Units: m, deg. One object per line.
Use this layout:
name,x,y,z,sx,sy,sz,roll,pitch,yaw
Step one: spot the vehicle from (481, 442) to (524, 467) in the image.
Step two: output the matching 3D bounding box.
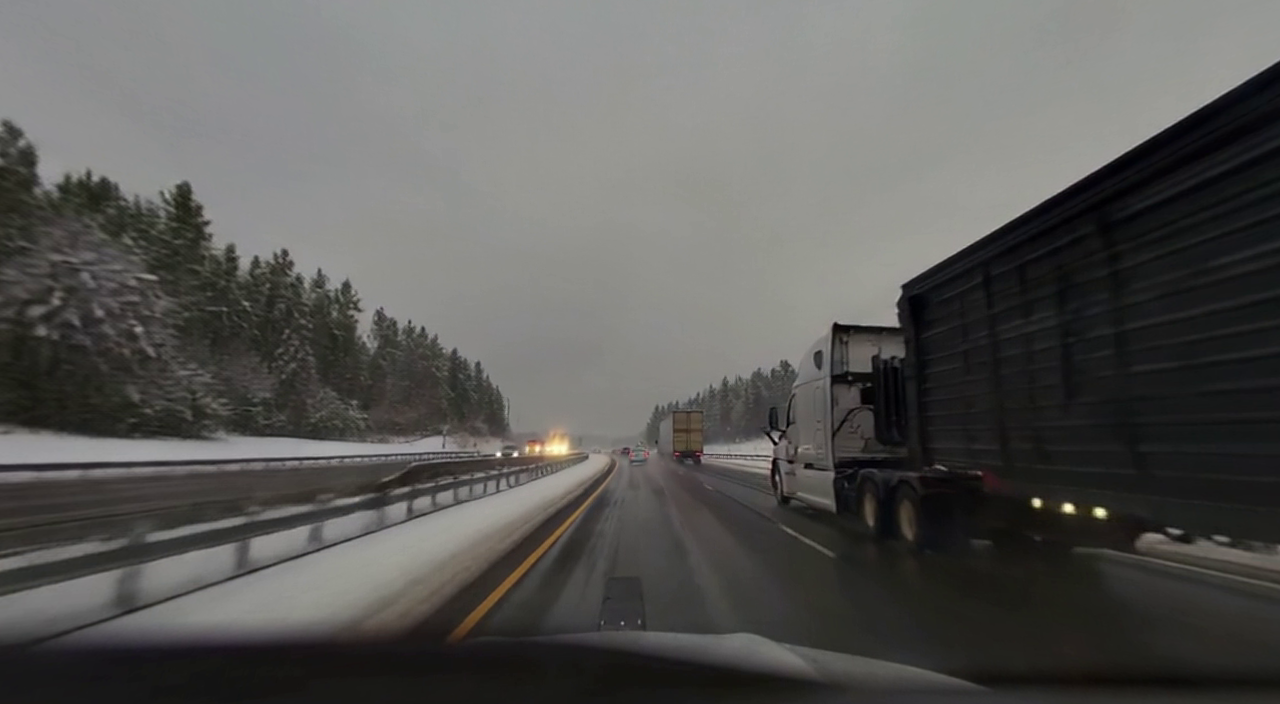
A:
vehicle,-9.382,7.023,43.353,2.020,1.618,4.287,0,-9,0

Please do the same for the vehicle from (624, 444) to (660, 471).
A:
vehicle,0.077,6.397,38.350,2.051,1.513,4.511,0,-9,-2

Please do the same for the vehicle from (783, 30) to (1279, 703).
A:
vehicle,4.539,0.491,5.012,2.867,3.571,14.305,0,-9,-2
